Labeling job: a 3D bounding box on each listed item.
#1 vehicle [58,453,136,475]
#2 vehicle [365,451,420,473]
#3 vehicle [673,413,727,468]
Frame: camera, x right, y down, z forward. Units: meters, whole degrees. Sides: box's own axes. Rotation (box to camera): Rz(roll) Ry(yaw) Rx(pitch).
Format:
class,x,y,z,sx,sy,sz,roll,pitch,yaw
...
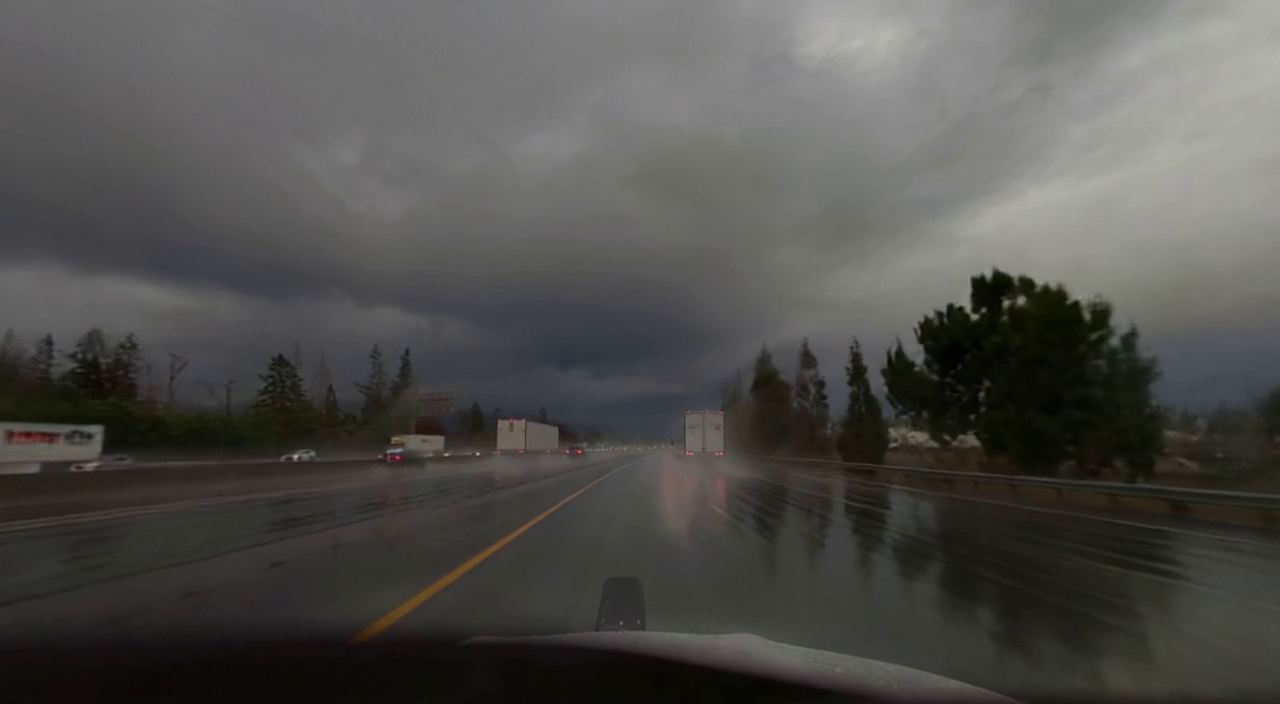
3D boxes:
class,x,y,z,sx,sy,sz,roll,pitch,yaw
vehicle,-40.051,8.261,46.662,1.714,1.471,4.288,-1,-9,3
vehicle,-16.790,7.449,42.953,1.833,1.438,4.011,-1,-9,5
vehicle,4.362,6.951,48.981,2.928,3.595,13.975,0,-9,1
